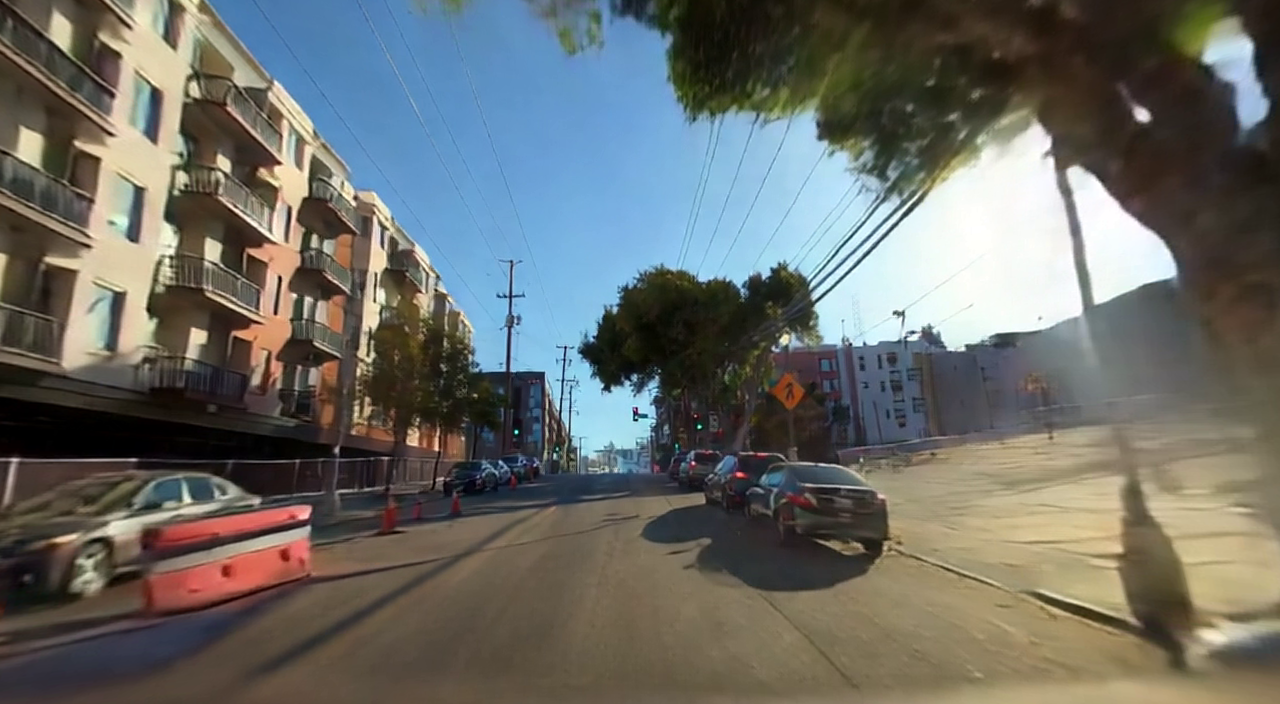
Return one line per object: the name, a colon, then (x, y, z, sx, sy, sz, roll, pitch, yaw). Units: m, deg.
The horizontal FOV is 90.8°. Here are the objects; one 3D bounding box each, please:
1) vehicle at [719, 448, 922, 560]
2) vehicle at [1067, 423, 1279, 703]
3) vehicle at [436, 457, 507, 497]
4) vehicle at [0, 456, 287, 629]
vehicle: (2.768, 2.447, 11.063, 2.010, 1.499, 4.754, 0, -9, -2)
vehicle: (3.182, 0.719, 0.490, 2.077, 1.445, 4.897, 0, -9, -3)
vehicle: (-6.908, 5.176, 26.427, 1.968, 1.450, 4.271, 0, -9, -3)
vehicle: (-6.594, 2.129, 8.048, 1.900, 1.520, 4.320, 0, -9, -4)
